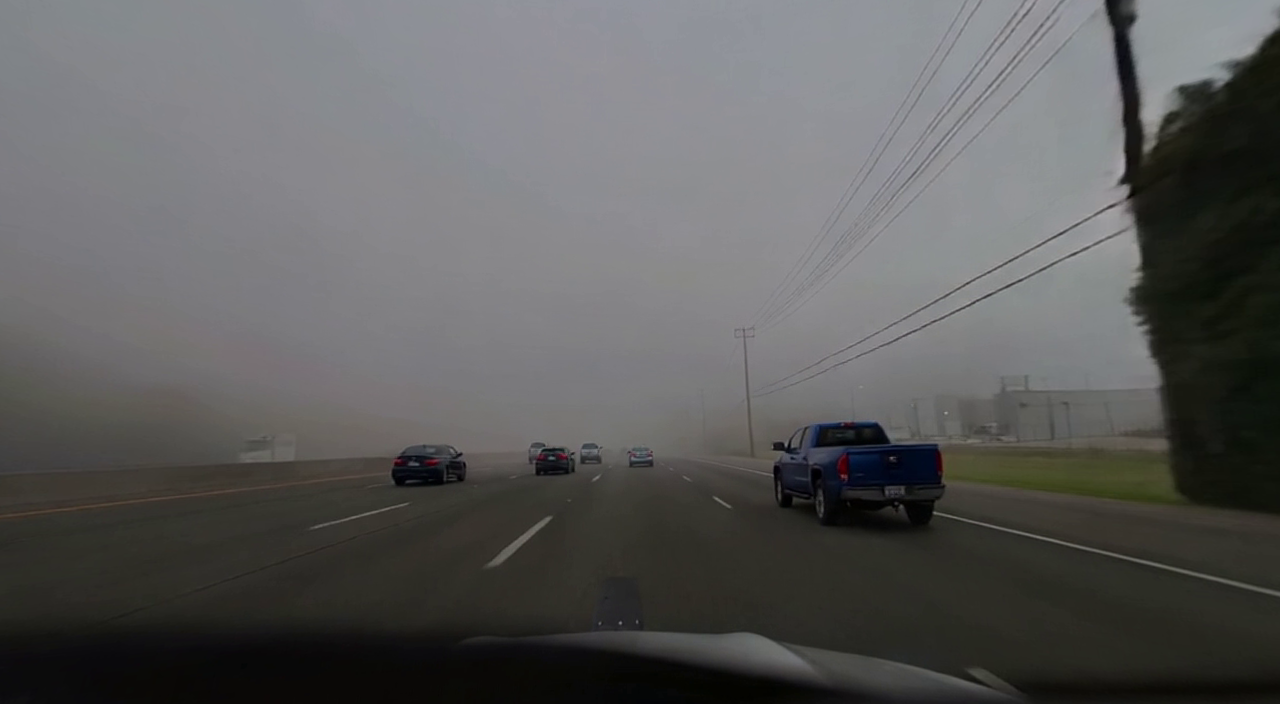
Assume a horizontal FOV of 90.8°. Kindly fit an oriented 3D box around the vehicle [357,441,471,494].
[{"bbox_3d":[-7.160,3.685,20.618,1.959,1.496,4.740,0,-9,0],"label":"vehicle"}]

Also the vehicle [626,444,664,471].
[{"bbox_3d":[0.271,6.033,36.316,2.030,1.471,4.115,0,-9,0],"label":"vehicle"}]

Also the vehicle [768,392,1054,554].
[{"bbox_3d":[3.762,1.818,10.159,2.231,1.919,5.086,0,-9,-1],"label":"vehicle"}]

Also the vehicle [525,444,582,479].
[{"bbox_3d":[-3.737,4.823,28.125,1.938,1.444,4.206,0,-9,0],"label":"vehicle"}]
